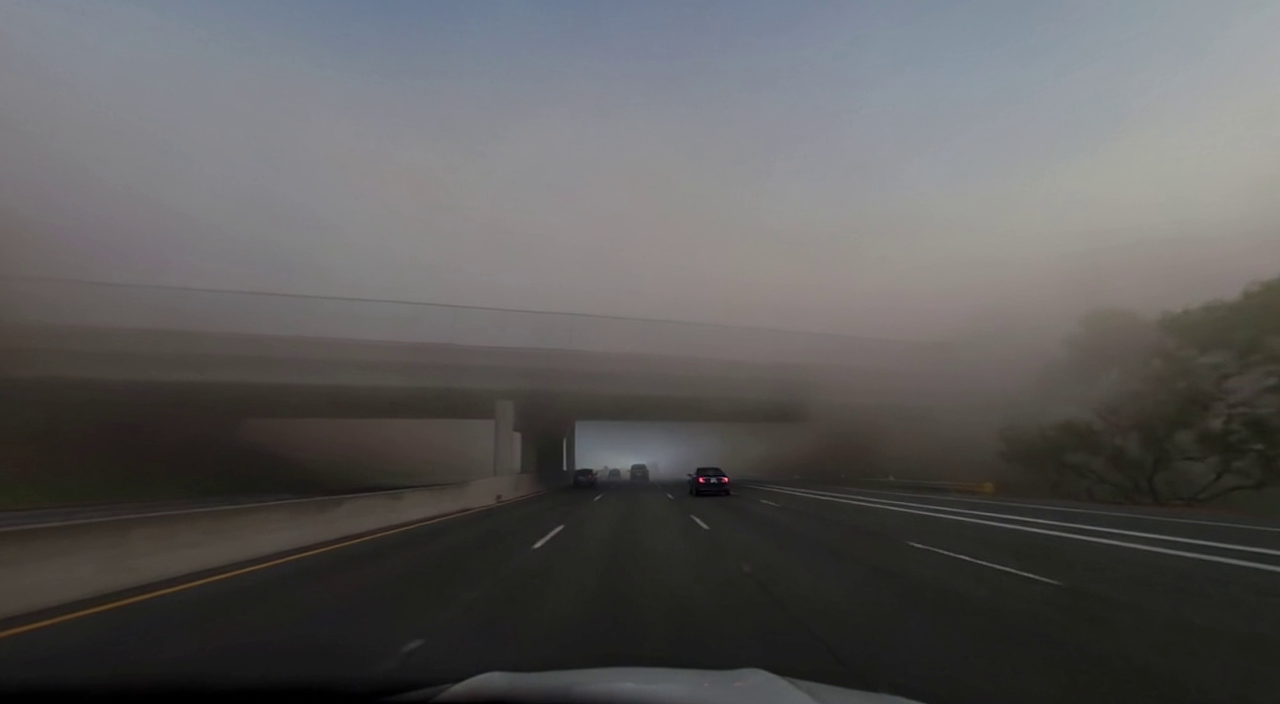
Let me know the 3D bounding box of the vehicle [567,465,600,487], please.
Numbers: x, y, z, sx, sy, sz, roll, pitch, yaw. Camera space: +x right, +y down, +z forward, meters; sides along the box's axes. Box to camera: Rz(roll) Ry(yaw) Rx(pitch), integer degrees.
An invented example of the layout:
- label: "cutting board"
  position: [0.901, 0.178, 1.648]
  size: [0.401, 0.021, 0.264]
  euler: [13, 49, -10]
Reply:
- label: "vehicle"
  position: [-3.980, 8.808, 44.724]
  size: [1.975, 1.486, 3.903]
  euler: [1, -10, 0]

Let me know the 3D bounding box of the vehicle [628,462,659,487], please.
- label: "vehicle"
  position: [0.227, 9.148, 46.955]
  size: [2.181, 1.698, 4.056]
  euler: [1, -10, 0]

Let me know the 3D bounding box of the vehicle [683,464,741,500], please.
- label: "vehicle"
  position: [3.288, 6.050, 29.553]
  size: [2.092, 1.518, 4.348]
  euler: [1, -10, -2]
